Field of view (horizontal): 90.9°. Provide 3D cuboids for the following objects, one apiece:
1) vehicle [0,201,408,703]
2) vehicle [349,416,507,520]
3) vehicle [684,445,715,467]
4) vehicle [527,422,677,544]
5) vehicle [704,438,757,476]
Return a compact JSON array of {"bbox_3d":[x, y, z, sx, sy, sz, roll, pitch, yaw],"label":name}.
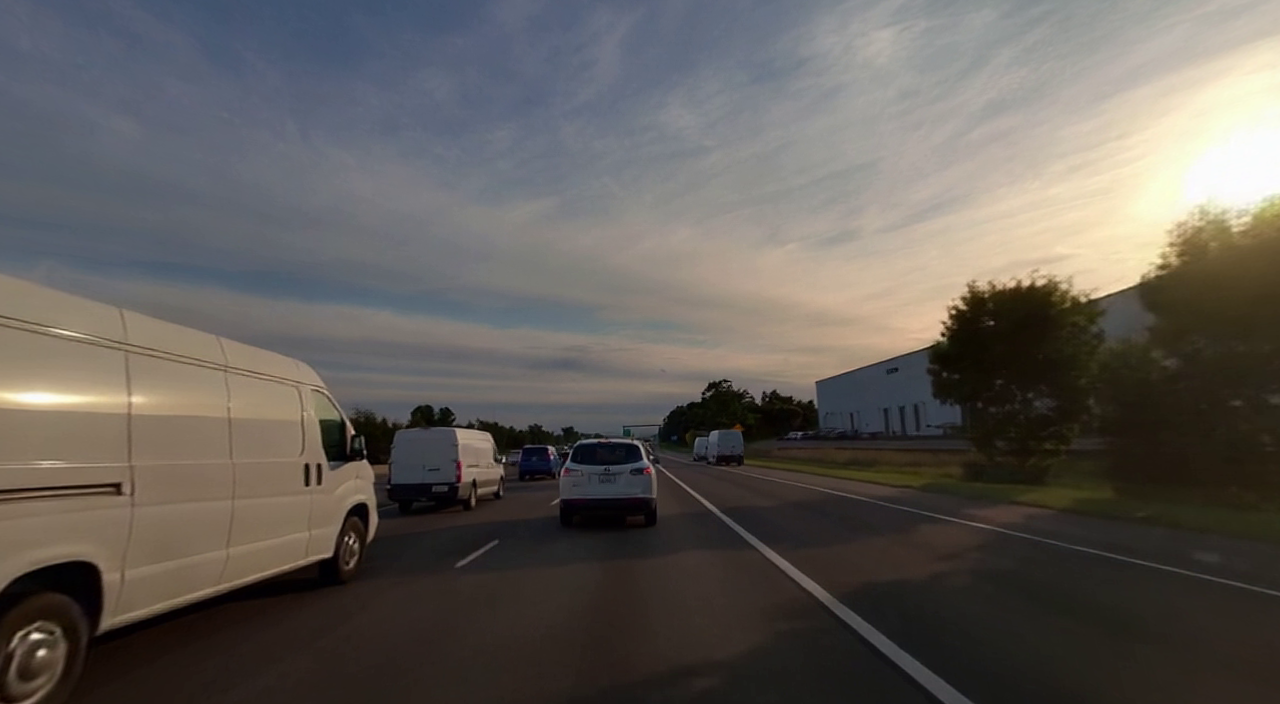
[{"bbox_3d":[-4.467,0.881,5.492,2.248,2.626,6.837,0,-9,0],"label":"vehicle"},{"bbox_3d":[-4.585,2.590,14.500,2.043,1.987,4.486,0,-9,0],"label":"vehicle"},{"bbox_3d":[4.265,7.510,45.678,1.874,1.512,3.723,0,-9,-1],"label":"vehicle"},{"bbox_3d":[-0.546,2.140,10.818,2.093,1.695,3.782,0,-9,0],"label":"vehicle"},{"bbox_3d":[4.455,5.264,31.713,2.003,1.754,4.134,0,-9,-1],"label":"vehicle"}]
